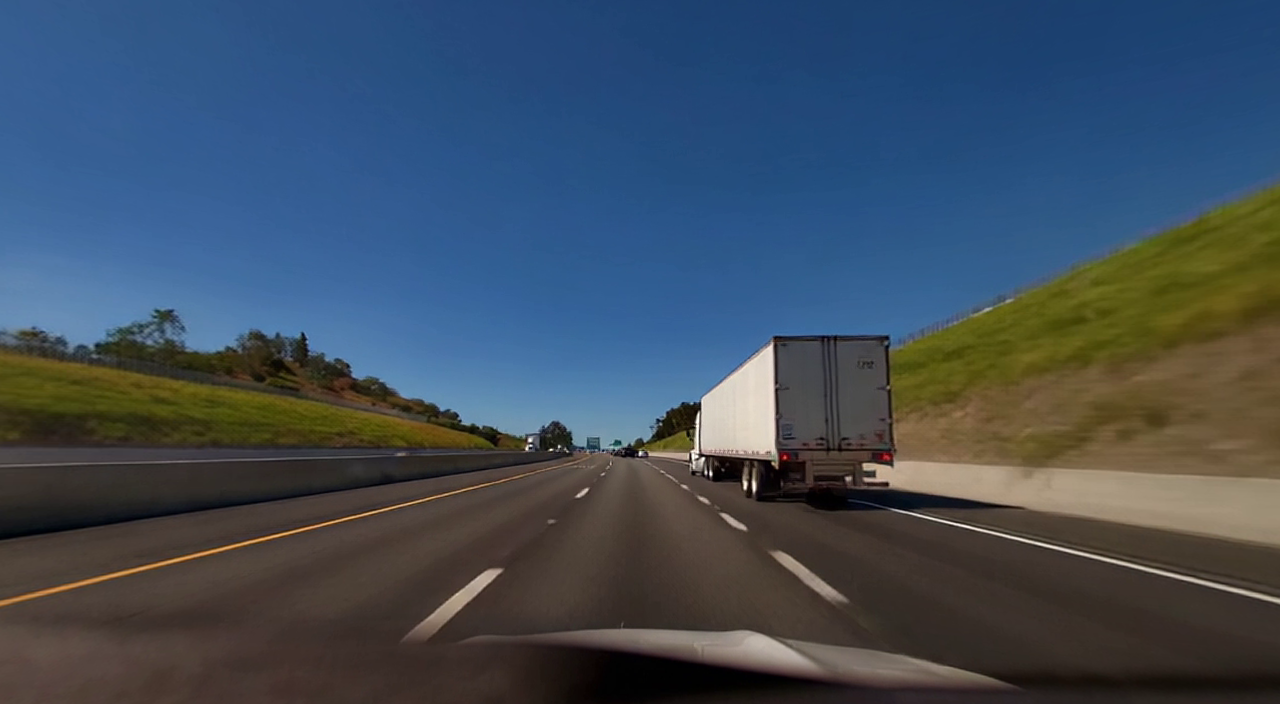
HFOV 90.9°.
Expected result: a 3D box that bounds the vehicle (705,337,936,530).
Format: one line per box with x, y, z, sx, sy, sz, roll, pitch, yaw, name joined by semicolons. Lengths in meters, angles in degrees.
3.938;2.393;17.634;2.876;3.586;11.726;0;-9;-1;vehicle
